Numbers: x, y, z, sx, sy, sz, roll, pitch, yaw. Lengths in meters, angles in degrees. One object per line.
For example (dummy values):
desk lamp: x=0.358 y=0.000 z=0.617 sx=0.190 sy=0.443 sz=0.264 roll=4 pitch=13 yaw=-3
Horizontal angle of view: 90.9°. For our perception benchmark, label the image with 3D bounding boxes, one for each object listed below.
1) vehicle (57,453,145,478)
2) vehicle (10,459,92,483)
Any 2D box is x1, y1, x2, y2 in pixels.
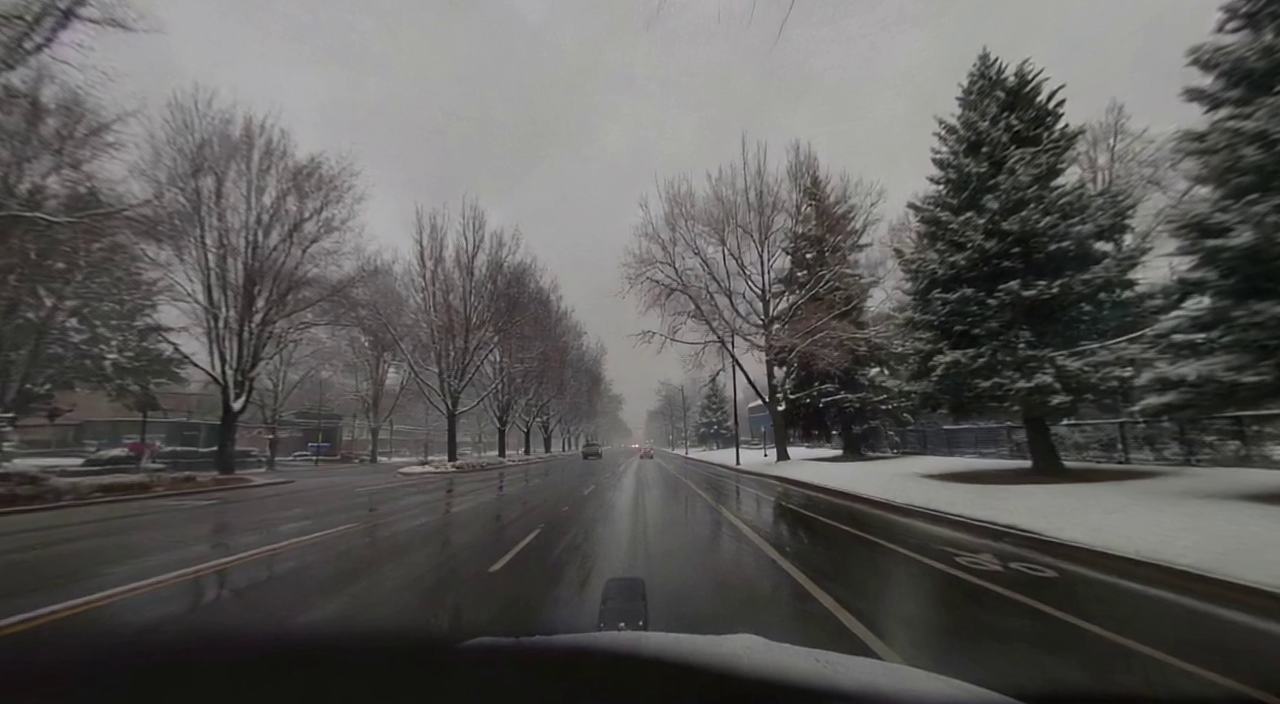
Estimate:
vehicle: x=-39.122 y=8.259 z=45.945 sx=2.180 sy=1.655 sz=4.689 roll=0 pitch=-9 yaw=1
vehicle: x=-41.970 y=8.478 z=45.065 sx=1.896 sy=1.537 sz=3.971 roll=-1 pitch=-9 yaw=3
